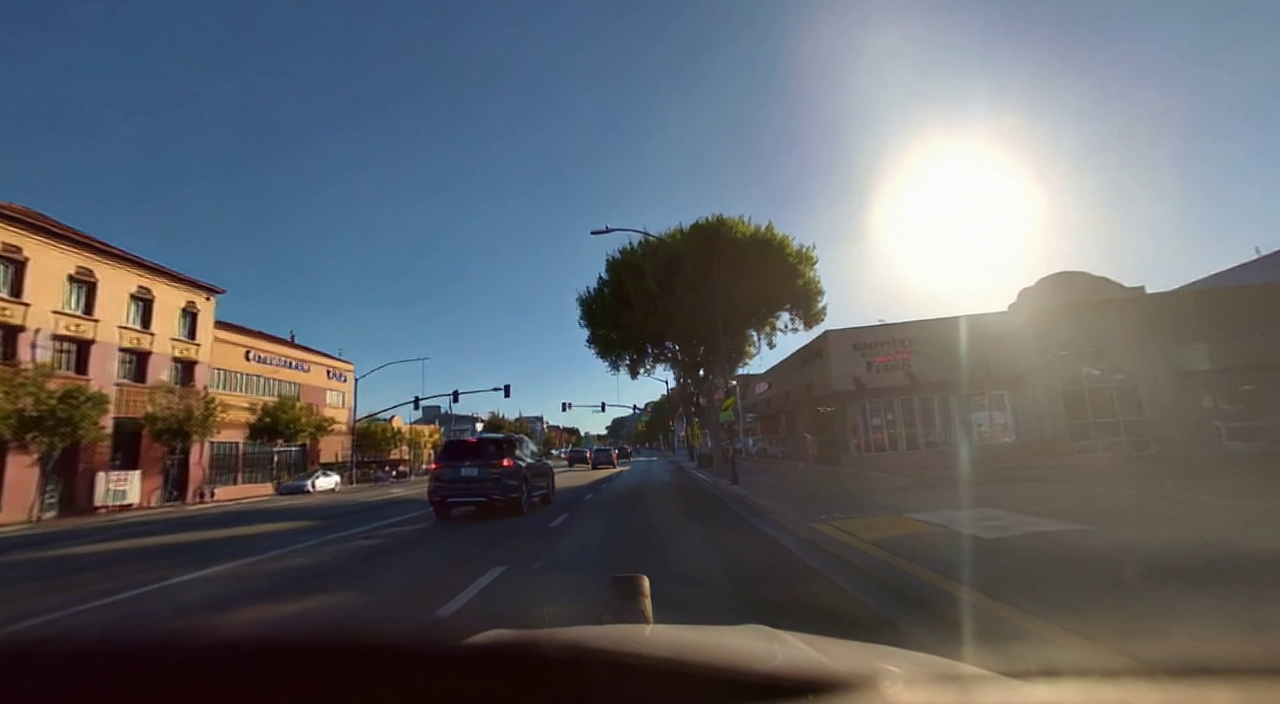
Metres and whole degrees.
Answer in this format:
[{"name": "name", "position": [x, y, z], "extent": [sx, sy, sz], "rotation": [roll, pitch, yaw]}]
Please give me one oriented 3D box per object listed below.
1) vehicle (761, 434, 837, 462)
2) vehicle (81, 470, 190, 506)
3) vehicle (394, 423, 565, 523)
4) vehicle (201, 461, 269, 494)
[{"name": "vehicle", "position": [10.189, 6.210, 40.581], "extent": [4.361, 1.550, 2.087], "rotation": [1, -13, 2]}, {"name": "vehicle", "position": [-27.621, 7.420, 34.675], "extent": [4.398, 1.737, 1.950], "rotation": [8, -10, -36]}, {"name": "vehicle", "position": [-3.150, 2.537, 13.723], "extent": [2.277, 1.743, 4.893], "rotation": [-1, -9, 2]}, {"name": "vehicle", "position": [-28.300, 8.765, 44.055], "extent": [3.755, 1.646, 1.961], "rotation": [-2, -10, -37]}]
